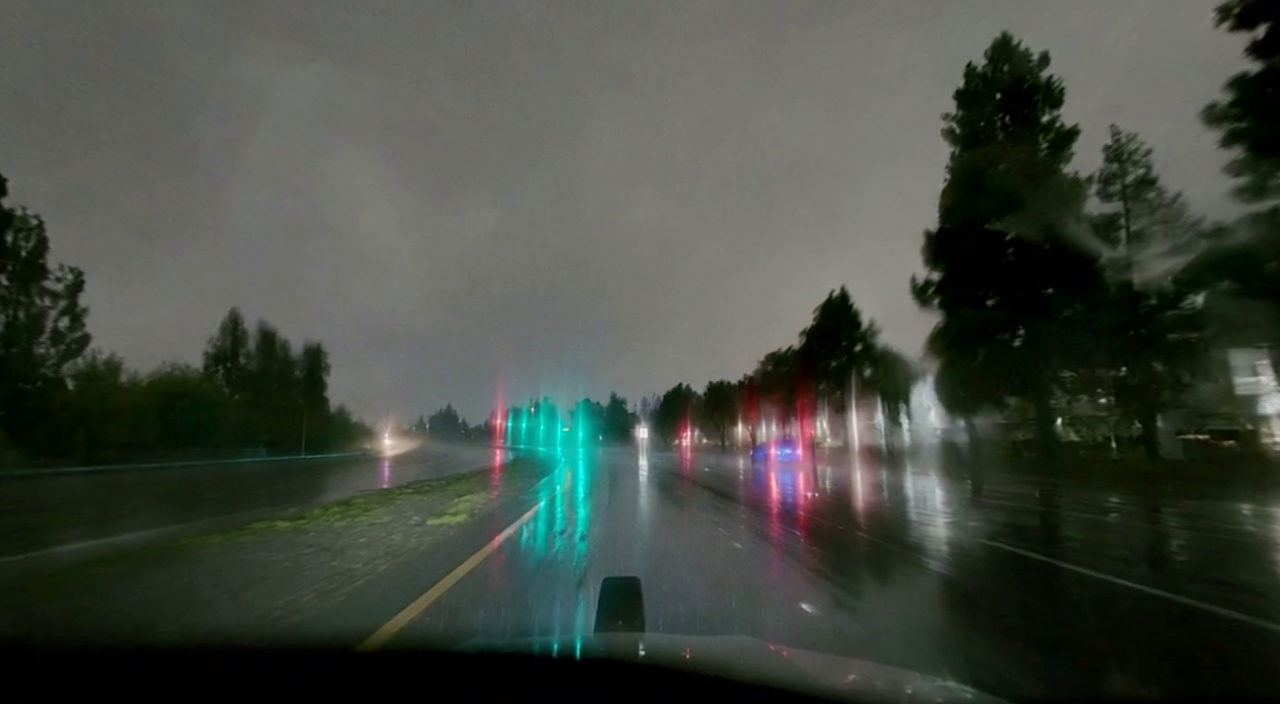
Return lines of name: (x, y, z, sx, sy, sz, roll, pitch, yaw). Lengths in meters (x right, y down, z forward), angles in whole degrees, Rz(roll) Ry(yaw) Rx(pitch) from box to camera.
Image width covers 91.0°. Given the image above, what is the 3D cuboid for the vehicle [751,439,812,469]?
vehicle: (7.580, 5.513, 34.118, 1.908, 1.483, 4.474, 1, -9, -5)
